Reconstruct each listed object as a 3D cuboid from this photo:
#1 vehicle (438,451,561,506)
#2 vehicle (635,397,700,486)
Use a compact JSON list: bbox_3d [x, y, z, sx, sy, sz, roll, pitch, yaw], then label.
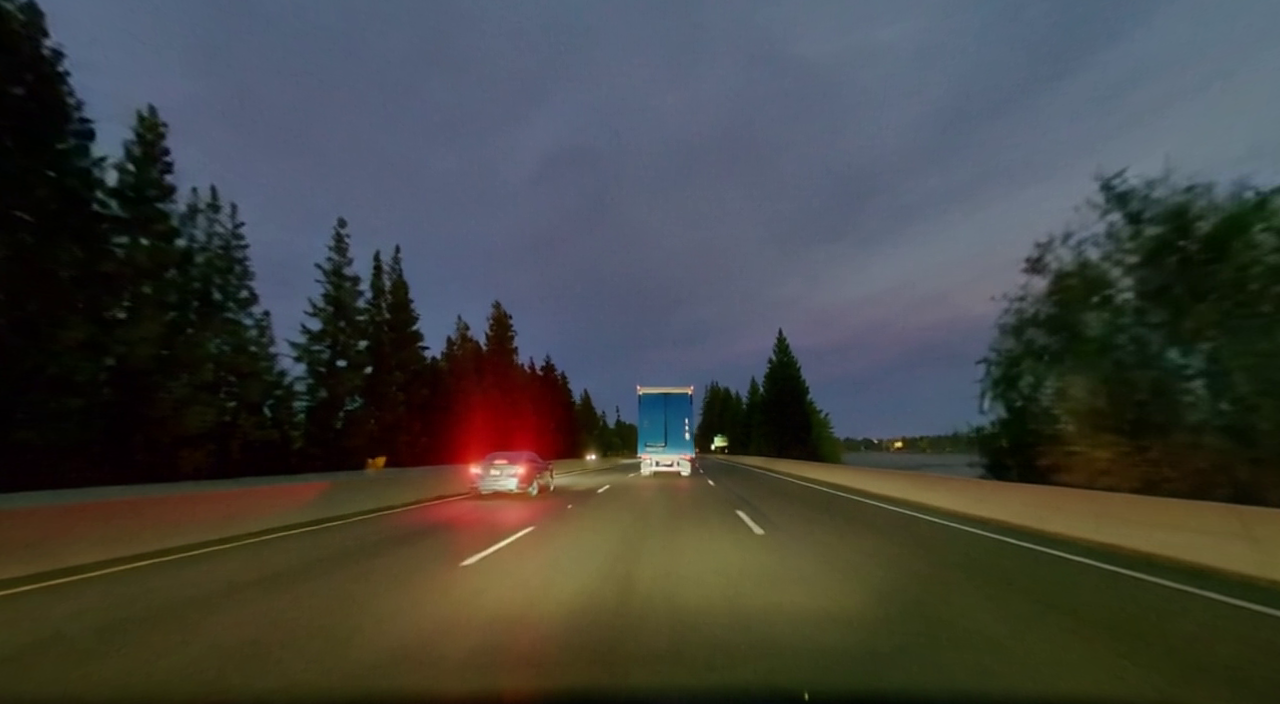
[{"bbox_3d":[-3.854,3.565,18.358,2.133,1.358,4.870,-1,-9,5],"label":"vehicle"},{"bbox_3d":[1.556,4.619,32.251,2.821,3.878,8.925,-1,-9,5],"label":"vehicle"}]
